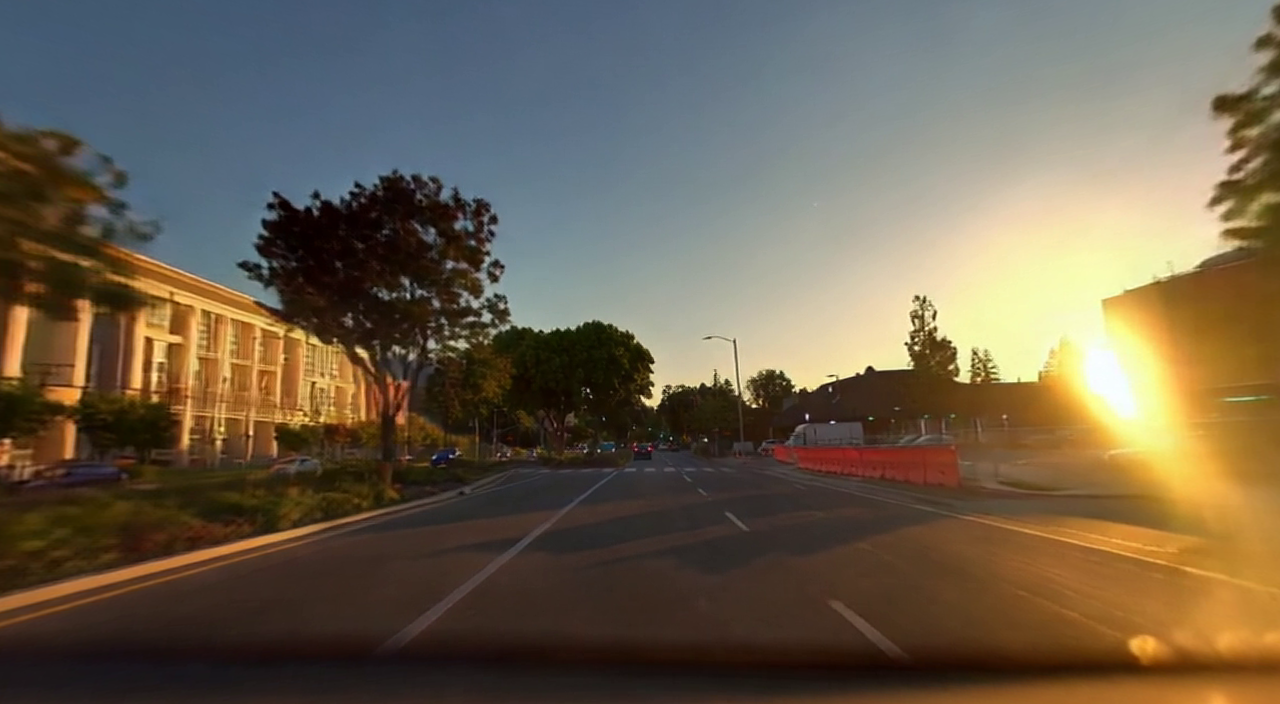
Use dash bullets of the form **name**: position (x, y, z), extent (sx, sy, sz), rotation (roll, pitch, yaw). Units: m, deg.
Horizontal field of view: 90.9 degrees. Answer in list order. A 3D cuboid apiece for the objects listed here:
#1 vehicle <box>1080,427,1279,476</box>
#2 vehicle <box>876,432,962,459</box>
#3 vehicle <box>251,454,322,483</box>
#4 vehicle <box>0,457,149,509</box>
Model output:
- **vehicle**: position (17.521, 3.232, 20.532), extent (4.813, 1.464, 2.073), rotation (0, -9, -1)
- **vehicle**: position (17.387, 5.863, 39.428), extent (4.450, 1.643, 1.996), rotation (0, -9, 0)
- **vehicle**: position (-23.107, 7.596, 41.395), extent (1.957, 1.672, 4.743), rotation (0, -9, -1)
- **vehicle**: position (-22.909, 5.193, 25.468), extent (2.067, 1.743, 5.056), rotation (0, -9, -1)
